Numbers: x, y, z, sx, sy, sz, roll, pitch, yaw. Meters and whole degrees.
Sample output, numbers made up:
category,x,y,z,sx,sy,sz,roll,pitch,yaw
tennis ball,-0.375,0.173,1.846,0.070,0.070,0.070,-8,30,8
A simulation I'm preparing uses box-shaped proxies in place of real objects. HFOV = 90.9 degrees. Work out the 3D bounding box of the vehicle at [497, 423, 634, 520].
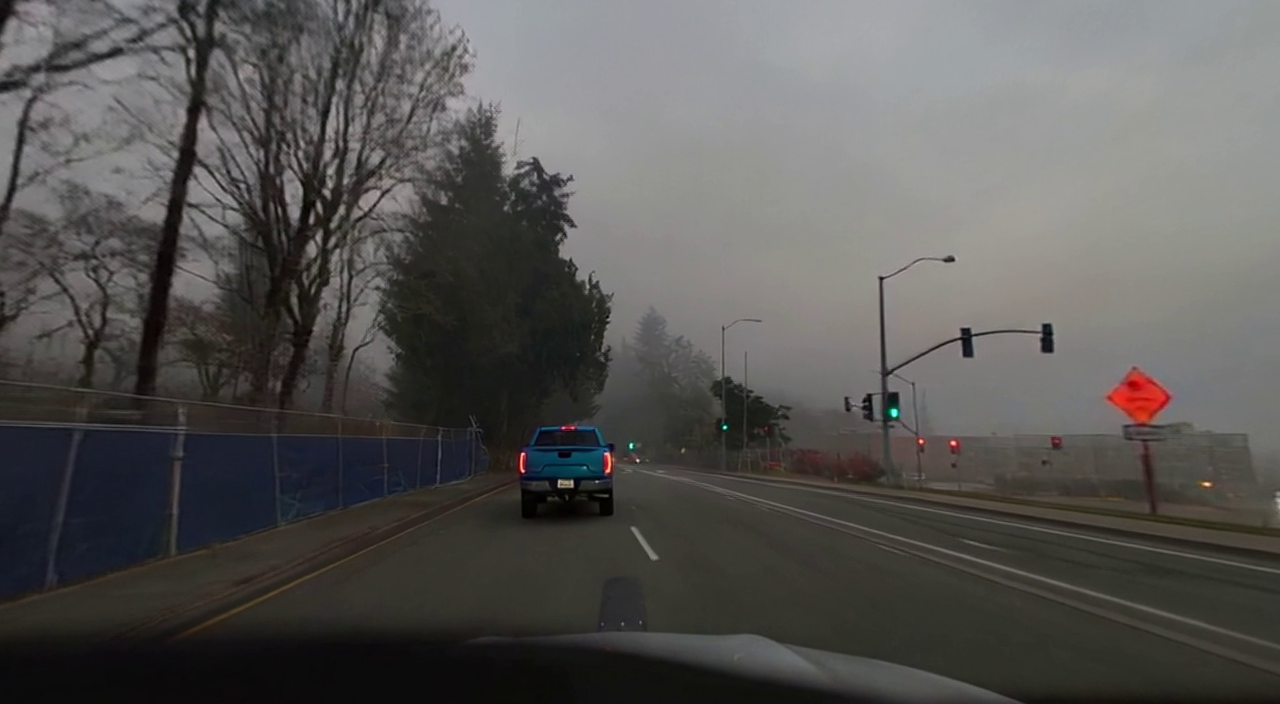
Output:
category,x,y,z,sx,sy,sz,roll,pitch,yaw
vehicle,-1.396,2.521,13.939,2.436,1.698,5.322,0,-8,-2
